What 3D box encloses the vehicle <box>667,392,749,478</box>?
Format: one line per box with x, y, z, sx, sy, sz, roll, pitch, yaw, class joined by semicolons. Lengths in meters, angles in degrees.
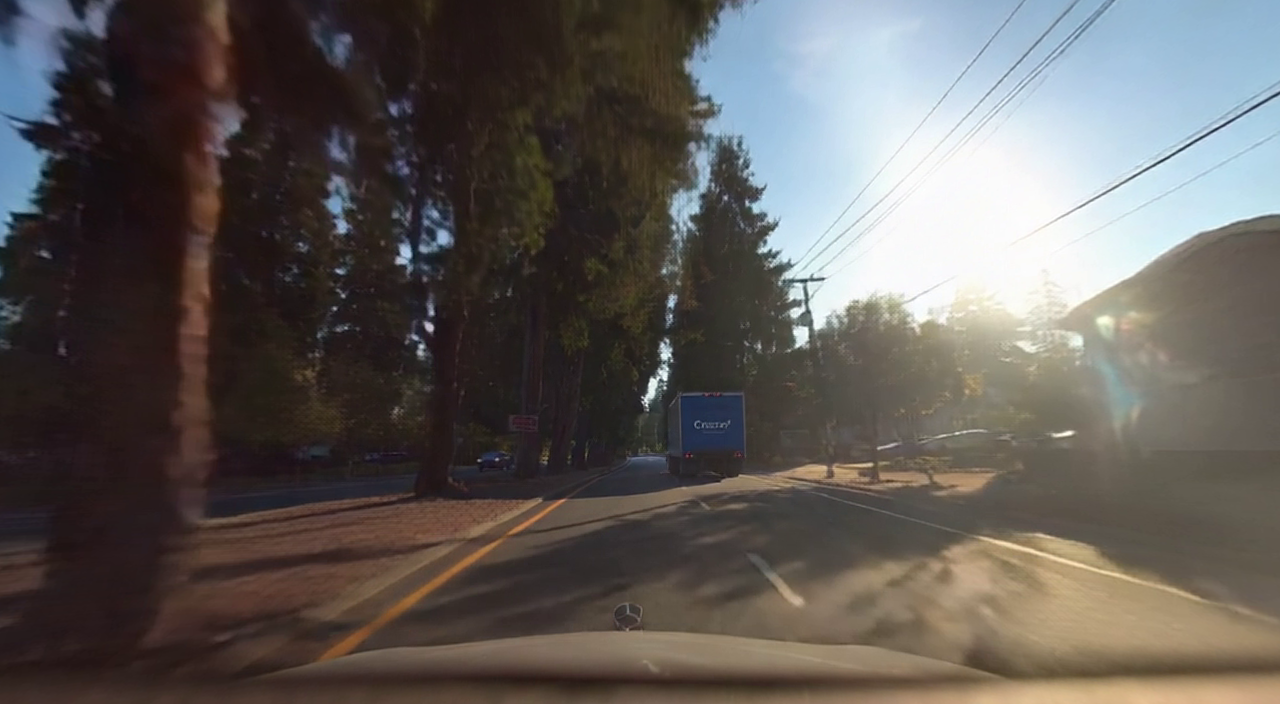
3.225;4.381;32.714;2.973;3.848;9.336;0;-8;-2;vehicle
